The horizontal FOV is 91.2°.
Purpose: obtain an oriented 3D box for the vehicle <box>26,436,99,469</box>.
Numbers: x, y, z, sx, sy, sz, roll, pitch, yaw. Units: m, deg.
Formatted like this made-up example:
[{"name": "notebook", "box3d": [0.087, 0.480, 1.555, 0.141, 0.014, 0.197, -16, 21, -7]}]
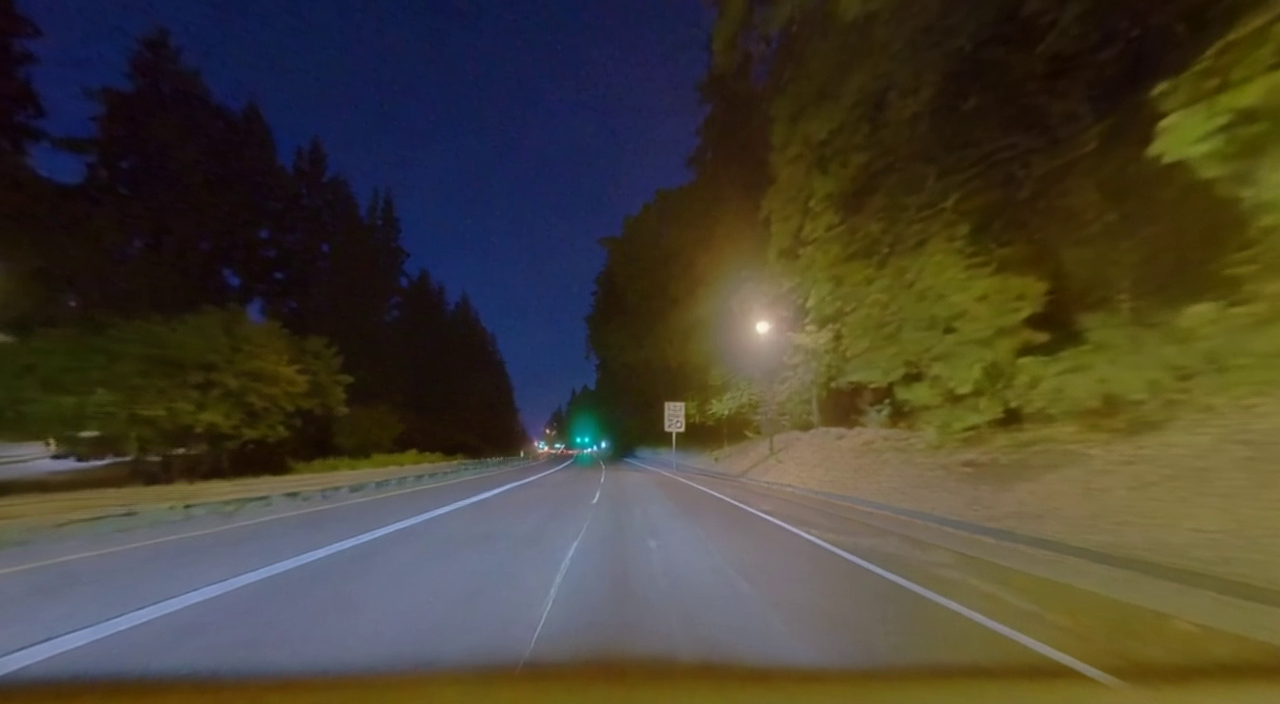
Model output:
[{"name": "vehicle", "box3d": [-28.104, 4.869, 30.473, 3.733, 1.499, 1.704, -7, -11, 35]}]
